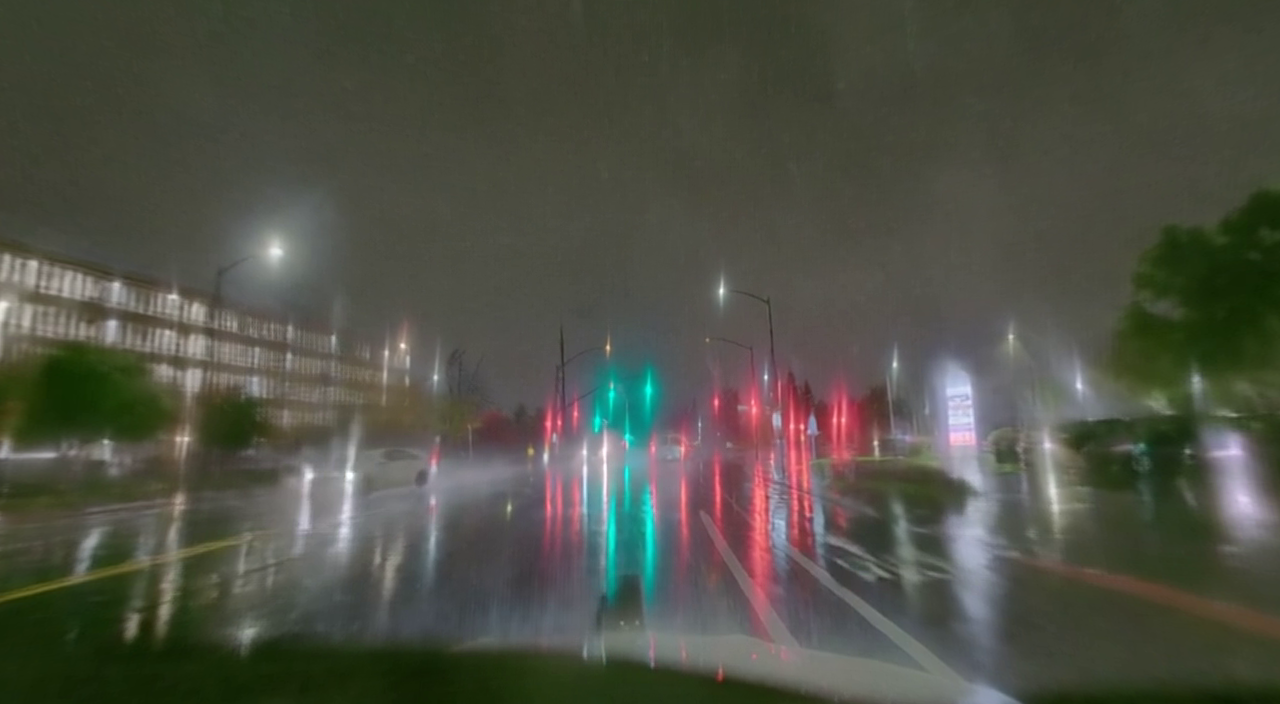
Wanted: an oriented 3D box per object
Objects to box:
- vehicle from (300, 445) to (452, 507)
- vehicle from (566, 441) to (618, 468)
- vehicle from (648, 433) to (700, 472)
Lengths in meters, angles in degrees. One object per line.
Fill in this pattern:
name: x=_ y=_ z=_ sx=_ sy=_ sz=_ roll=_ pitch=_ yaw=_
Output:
vehicle: x=-7.093 y=3.347 z=17.656 sx=1.939 sy=1.484 sz=4.645 roll=-1 pitch=-8 yaw=5
vehicle: x=-3.281 y=7.150 z=44.348 sx=2.183 sy=1.699 sz=4.974 roll=-4 pitch=-8 yaw=13
vehicle: x=1.801 y=5.063 z=32.111 sx=2.230 sy=1.827 sz=4.298 roll=-1 pitch=-9 yaw=9
